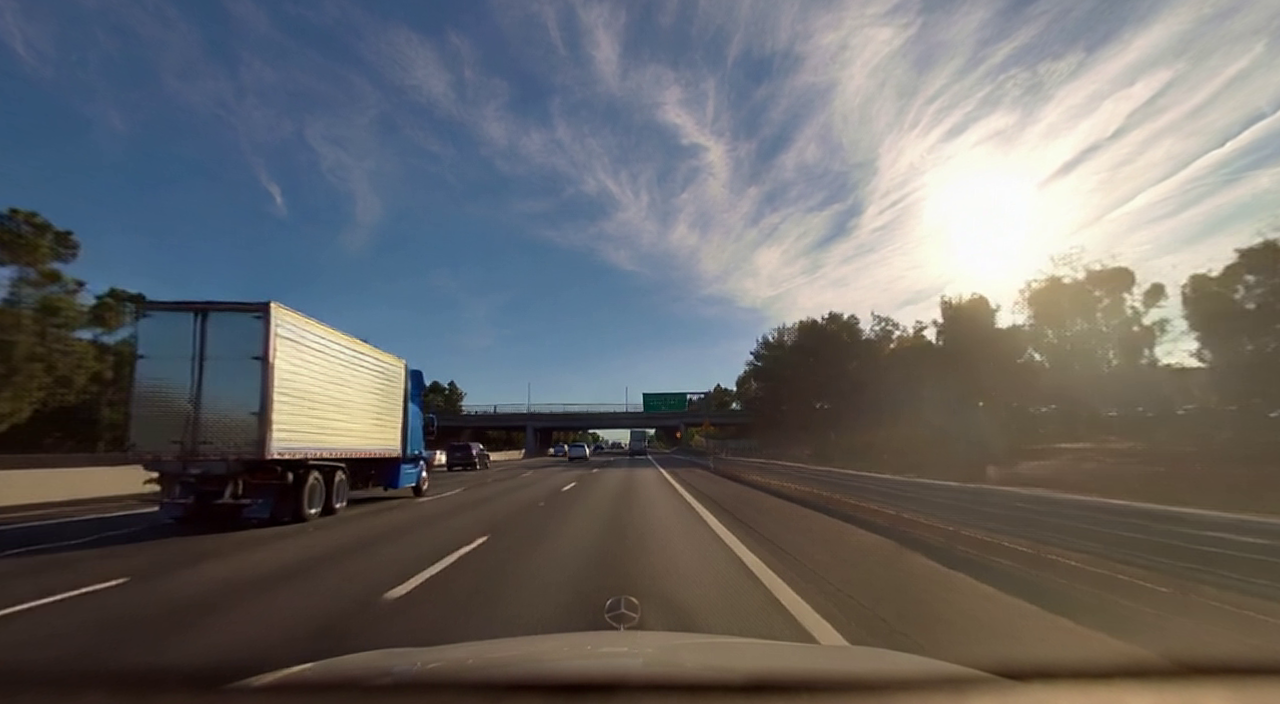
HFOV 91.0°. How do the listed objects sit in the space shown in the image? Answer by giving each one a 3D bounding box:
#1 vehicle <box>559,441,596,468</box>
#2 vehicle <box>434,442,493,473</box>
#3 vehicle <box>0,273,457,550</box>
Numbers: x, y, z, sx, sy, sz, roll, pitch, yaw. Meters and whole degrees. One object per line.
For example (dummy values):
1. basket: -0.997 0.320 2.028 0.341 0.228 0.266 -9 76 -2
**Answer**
1. vehicle: -4.232 6.996 43.131 2.094 1.695 4.260 0 -9 0
2. vehicle: -10.904 6.555 39.435 2.146 1.764 5.510 0 -9 0
3. vehicle: -7.251 1.542 13.938 3.303 3.868 10.298 0 -9 0
